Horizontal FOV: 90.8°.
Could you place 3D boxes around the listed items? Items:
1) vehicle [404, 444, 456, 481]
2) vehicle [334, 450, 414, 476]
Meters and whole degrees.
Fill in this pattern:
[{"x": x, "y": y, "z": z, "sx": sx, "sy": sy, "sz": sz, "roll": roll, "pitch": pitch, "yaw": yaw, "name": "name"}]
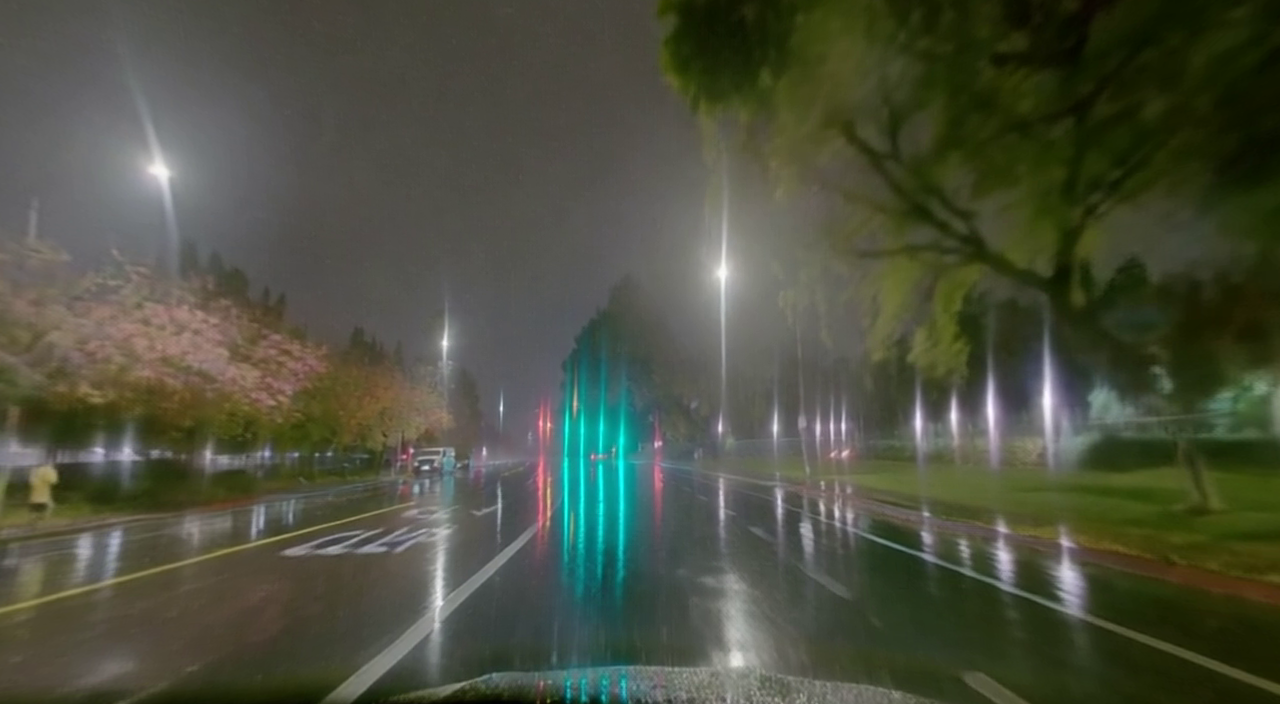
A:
[{"x": -14.413, "y": 7.577, "z": 43.659, "sx": 2.314, "sy": 2.144, "sz": 5.403, "roll": -3, "pitch": -7, "yaw": -7, "name": "vehicle"}, {"x": -20.792, "y": 8.663, "z": 49.503, "sx": 5.168, "sy": 1.886, "sz": 2.283, "roll": 0, "pitch": -8, "yaw": 0, "name": "vehicle"}]
